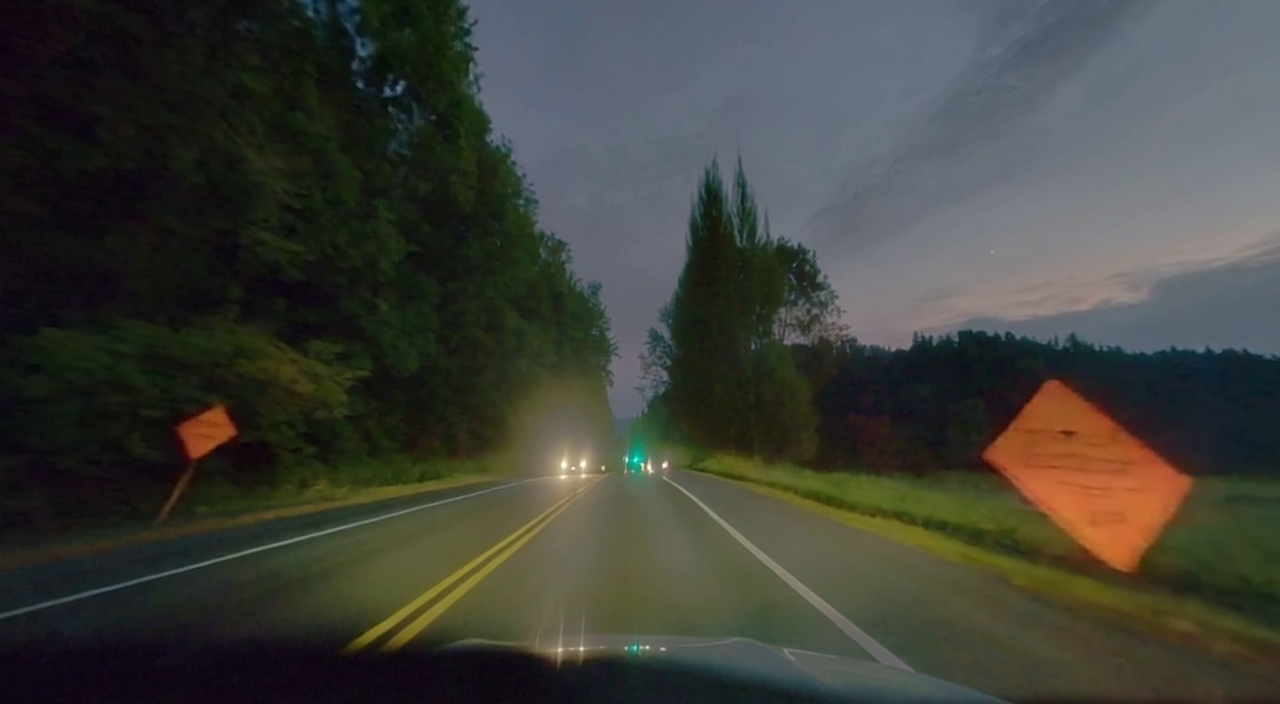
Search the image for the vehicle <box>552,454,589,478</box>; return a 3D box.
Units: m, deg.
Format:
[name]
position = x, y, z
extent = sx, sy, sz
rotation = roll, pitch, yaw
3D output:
[vehicle]
position = -4.858, 8.013, 44.758
extent = 2.080, 1.512, 4.450
rotation = -1, -8, 0
